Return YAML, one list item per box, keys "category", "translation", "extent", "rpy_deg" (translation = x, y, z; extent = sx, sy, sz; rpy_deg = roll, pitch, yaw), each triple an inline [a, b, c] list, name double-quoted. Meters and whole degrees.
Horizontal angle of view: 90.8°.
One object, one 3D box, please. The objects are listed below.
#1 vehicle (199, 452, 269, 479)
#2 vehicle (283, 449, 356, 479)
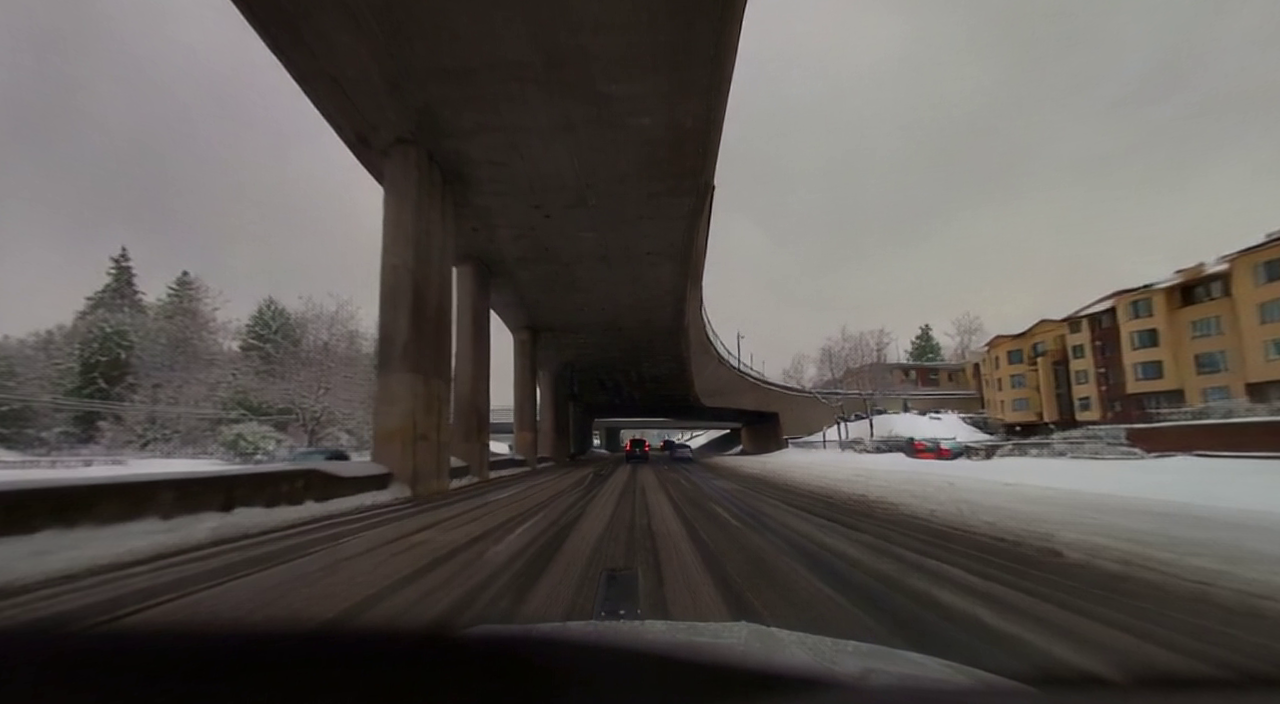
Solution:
- category: "vehicle"
  translation: [-27.973, 7.813, 43.731]
  extent: [1.922, 1.738, 4.748]
  rpy_deg: [0, -8, -3]
- category: "vehicle"
  translation: [-19.173, 6.683, 37.982]
  extent: [2.053, 1.632, 4.354]
  rpy_deg: [0, -8, 0]
